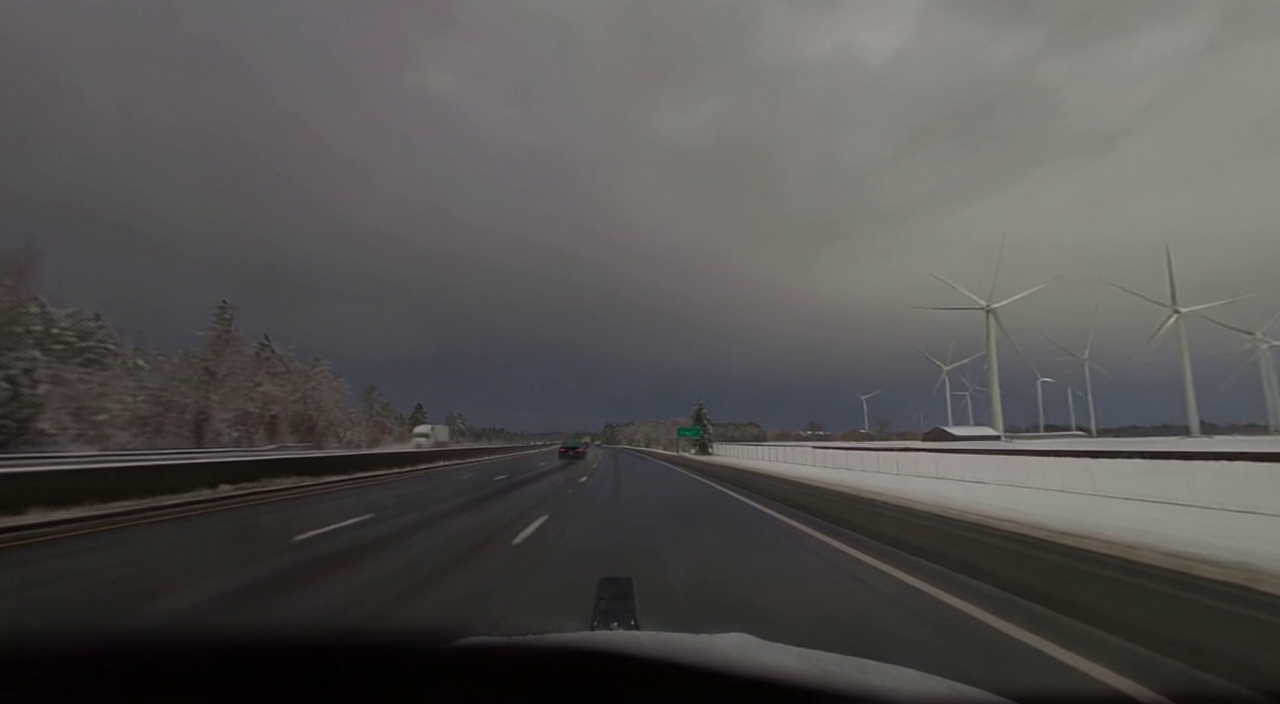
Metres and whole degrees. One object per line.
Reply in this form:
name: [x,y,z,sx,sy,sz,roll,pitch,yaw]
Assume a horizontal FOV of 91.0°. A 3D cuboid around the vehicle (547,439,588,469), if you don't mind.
vehicle: [-4.054,5.757,35.782,2.053,1.549,4.097,0,-8,-3]
